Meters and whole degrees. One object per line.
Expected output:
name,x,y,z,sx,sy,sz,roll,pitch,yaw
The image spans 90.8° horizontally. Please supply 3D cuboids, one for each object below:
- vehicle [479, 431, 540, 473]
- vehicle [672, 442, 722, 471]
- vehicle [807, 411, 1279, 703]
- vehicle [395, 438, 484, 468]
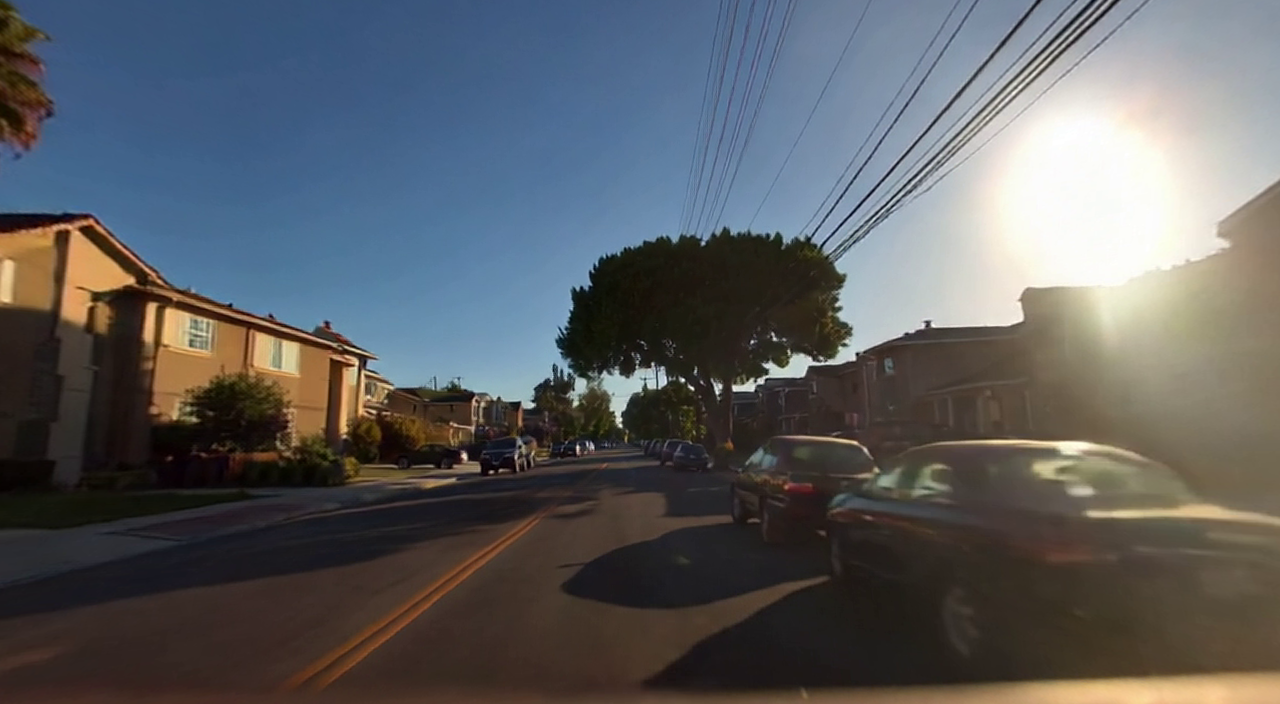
vehicle,-6.685,5.247,32.852,2.156,1.932,4.518,-2,-11,1
vehicle,2.694,5.050,30.690,1.827,1.286,3.684,1,-8,-5
vehicle,2.849,1.306,5.120,1.870,1.490,3.802,0,-8,-1
vehicle,-11.846,5.960,37.529,4.529,1.677,2.204,0,-8,0
